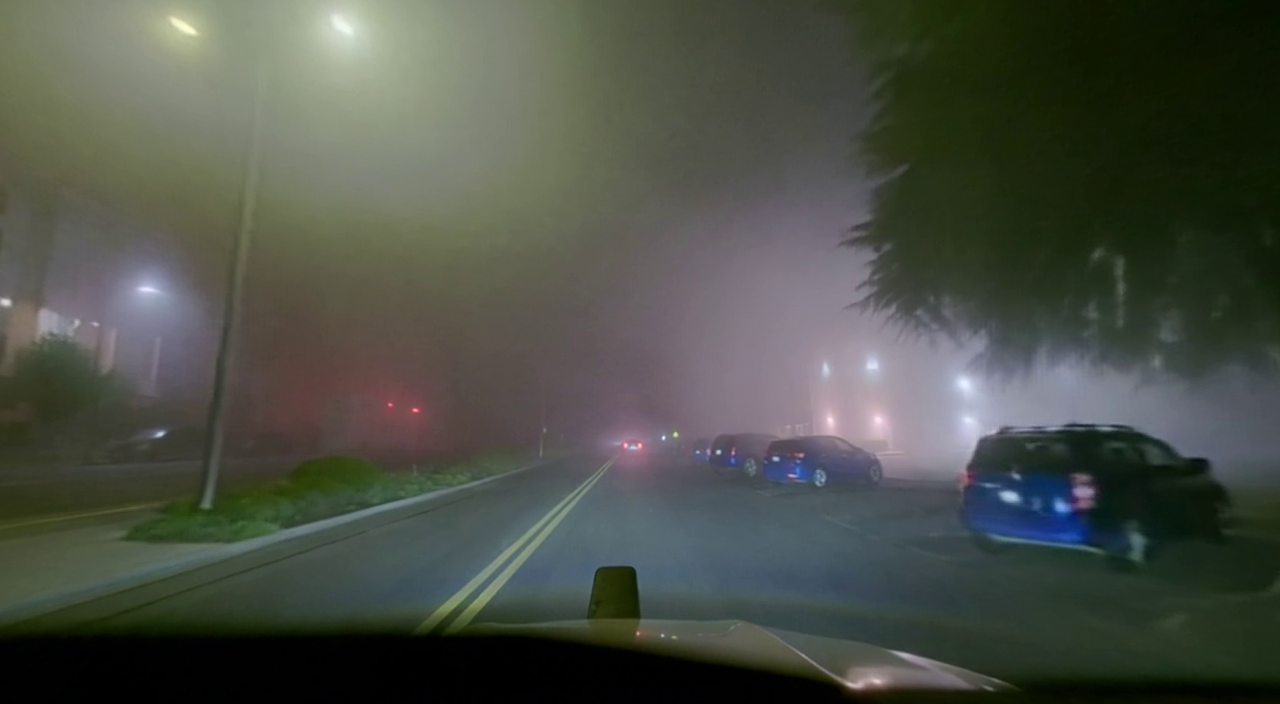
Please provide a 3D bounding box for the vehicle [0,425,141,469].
[{"bbox_3d":[-19.043,2.908,19.318,2.389,1.206,6.247,-1,-8,1],"label":"vehicle"}]

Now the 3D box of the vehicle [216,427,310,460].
[{"bbox_3d":[-18.798,4.583,31.646,1.909,1.518,4.459,-1,-8,0],"label":"vehicle"}]

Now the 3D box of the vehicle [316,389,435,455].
[{"bbox_3d":[-19.113,5.417,47.074,3.054,4.140,14.110,-1,-8,-1],"label":"vehicle"}]

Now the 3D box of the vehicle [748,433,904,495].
[{"bbox_3d":[5.039,2.912,16.839,4.275,1.428,1.774,6,-10,-37],"label":"vehicle"}]

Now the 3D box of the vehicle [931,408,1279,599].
[{"bbox_3d":[5.144,1.448,6.858,3.765,1.497,1.831,5,-10,-35],"label":"vehicle"}]

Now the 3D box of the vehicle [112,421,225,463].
[{"bbox_3d":[-19.063,3.667,25.648,1.792,1.554,3.682,0,-8,-2],"label":"vehicle"}]
